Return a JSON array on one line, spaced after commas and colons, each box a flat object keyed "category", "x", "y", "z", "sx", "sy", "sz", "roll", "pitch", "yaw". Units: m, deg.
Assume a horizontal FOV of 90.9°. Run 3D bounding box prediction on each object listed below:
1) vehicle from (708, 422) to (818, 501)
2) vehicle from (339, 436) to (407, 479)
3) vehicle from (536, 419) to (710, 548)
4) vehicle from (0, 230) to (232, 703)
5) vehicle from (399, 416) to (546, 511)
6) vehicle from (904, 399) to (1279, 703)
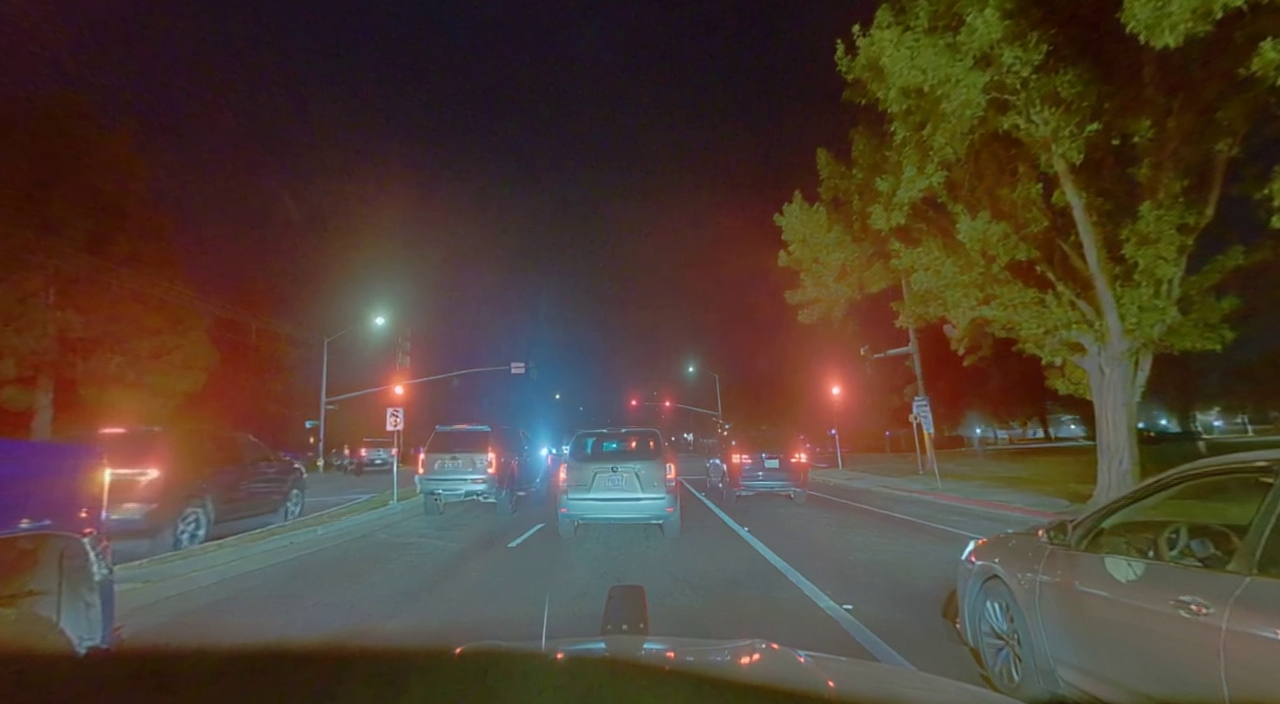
[{"category": "vehicle", "x": 3.168, "y": 2.939, "z": 17.307, "sx": 2.102, "sy": 1.841, "sz": 4.587, "roll": 0, "pitch": -8, "yaw": 0}, {"category": "vehicle", "x": -12.491, "y": 4.844, "z": 29.305, "sx": 2.088, "sy": 1.787, "sz": 4.728, "roll": 5, "pitch": -10, "yaw": -31}, {"category": "vehicle", "x": -0.222, "y": 1.937, "z": 9.879, "sx": 2.194, "sy": 1.607, "sz": 3.690, "roll": 0, "pitch": -8, "yaw": 0}, {"category": "vehicle", "x": -3.475, "y": 0.349, "z": 0.306, "sx": 2.656, "sy": 2.021, "sz": 5.800, "roll": 0, "pitch": -8, "yaw": 0}, {"category": "vehicle", "x": -3.628, "y": 2.522, "z": 14.668, "sx": 2.089, "sy": 1.857, "sz": 4.488, "roll": 0, "pitch": -8, "yaw": 1}, {"category": "vehicle", "x": 3.015, "y": 0.966, "z": 2.522, "sx": 1.874, "sy": 1.477, "sz": 4.698, "roll": 0, "pitch": -8, "yaw": 0}]
